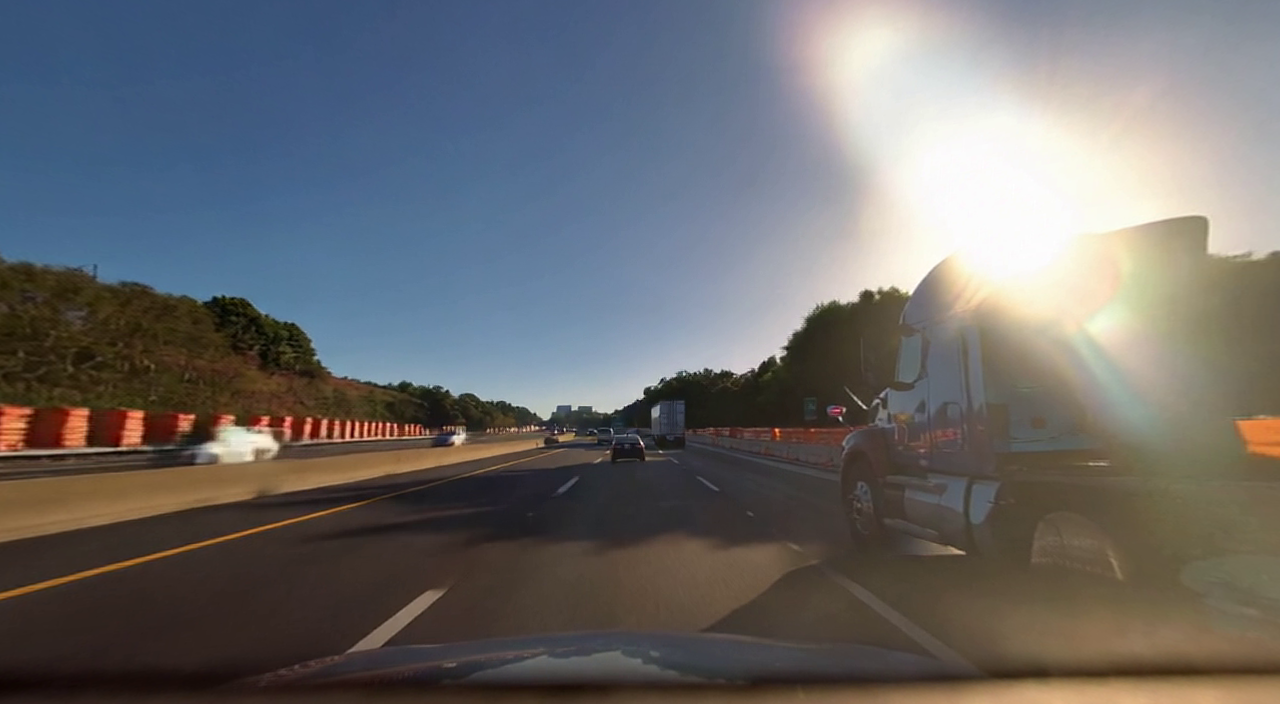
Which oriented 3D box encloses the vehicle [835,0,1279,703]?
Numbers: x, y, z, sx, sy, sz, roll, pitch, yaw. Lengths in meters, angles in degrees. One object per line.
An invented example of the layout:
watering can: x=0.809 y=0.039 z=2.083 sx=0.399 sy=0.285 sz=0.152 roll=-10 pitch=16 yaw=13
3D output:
vehicle: x=3.649 y=-0.205 z=1.094 sx=2.919 sy=3.634 sz=10.888 roll=0 pitch=-8 yaw=-1

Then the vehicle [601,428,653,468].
vehicle: x=-0.502 y=3.826 z=25.257 sx=1.929 sy=1.469 sz=3.677 roll=0 pitch=-8 yaw=-1

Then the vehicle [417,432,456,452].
vehicle: x=-15.759 y=6.987 z=49.008 sx=1.777 sy=1.458 sz=3.797 roll=0 pitch=-8 yaw=0

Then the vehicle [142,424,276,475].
vehicle: x=-15.219 y=3.439 z=22.554 sx=1.848 sy=1.624 sz=4.199 roll=0 pitch=-8 yaw=-1
